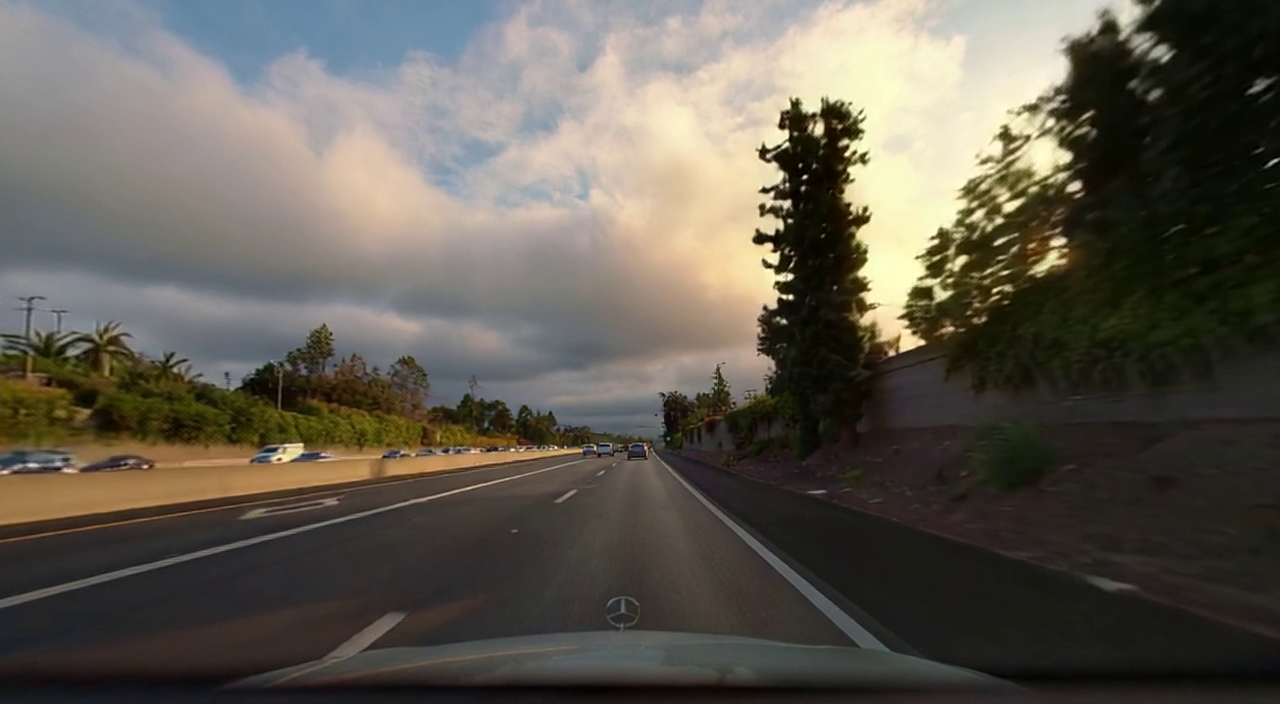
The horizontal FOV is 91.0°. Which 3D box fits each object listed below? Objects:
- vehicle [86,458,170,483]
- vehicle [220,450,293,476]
[{"bbox_3d":[-33.392,7.716,41.239,1.825,1.496,4.423,0,-9,0],"label":"vehicle"},{"bbox_3d":[-26.168,7.581,43.217,2.023,1.625,4.651,0,-9,1],"label":"vehicle"}]
